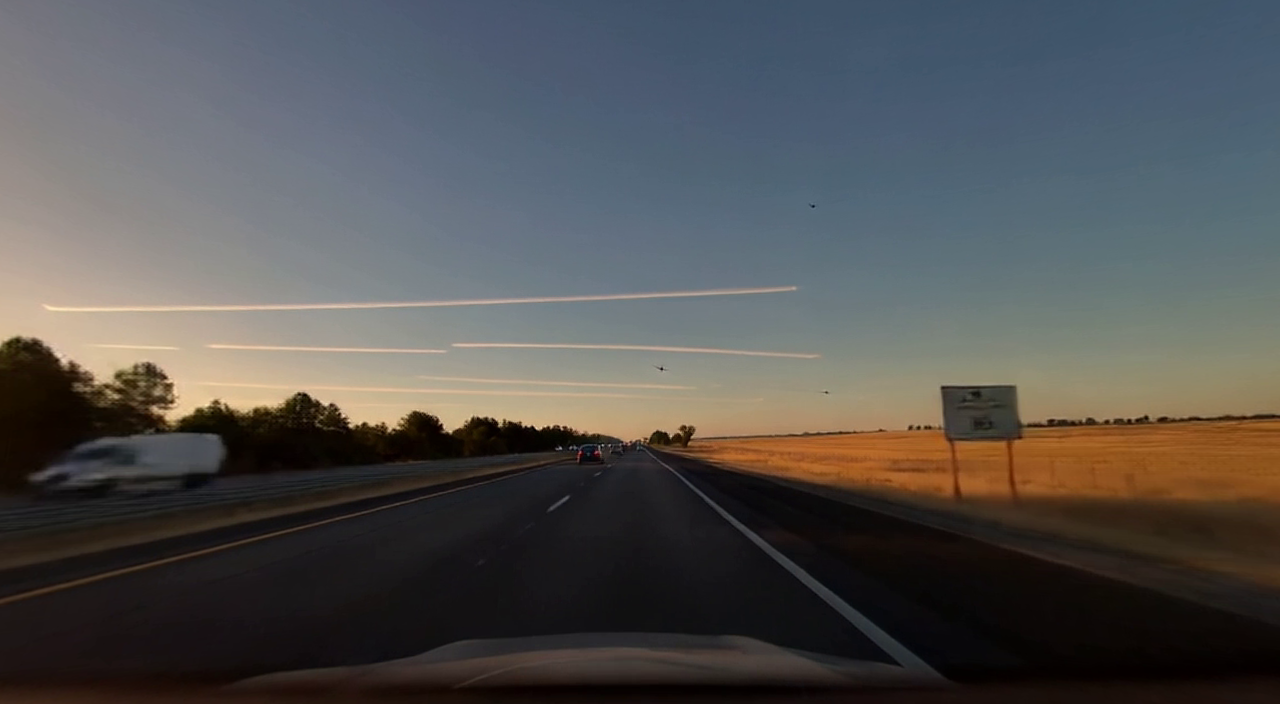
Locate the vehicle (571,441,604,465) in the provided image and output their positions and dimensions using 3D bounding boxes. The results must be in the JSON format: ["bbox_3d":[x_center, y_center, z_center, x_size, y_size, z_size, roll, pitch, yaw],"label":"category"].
[{"bbox_3d":[-3.918,7.640,47.632,2.132,1.701,4.303,0,-9,0],"label":"vehicle"}]
